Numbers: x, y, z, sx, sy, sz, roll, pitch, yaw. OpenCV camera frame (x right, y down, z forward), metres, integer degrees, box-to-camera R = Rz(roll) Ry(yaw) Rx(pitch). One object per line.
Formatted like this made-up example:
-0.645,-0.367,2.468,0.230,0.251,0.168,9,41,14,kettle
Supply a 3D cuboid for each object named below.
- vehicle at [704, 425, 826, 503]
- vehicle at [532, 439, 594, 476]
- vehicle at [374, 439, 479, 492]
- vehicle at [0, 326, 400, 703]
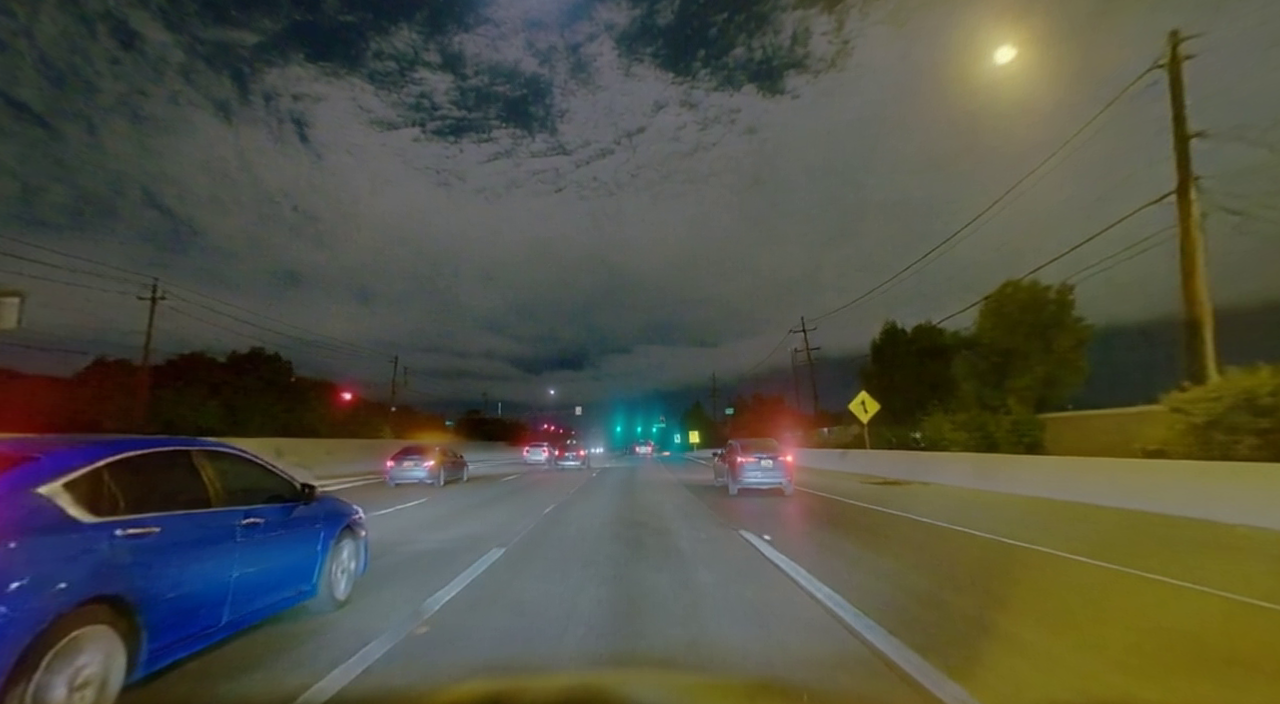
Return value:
2.940,2.757,15.996,2.100,1.659,4.387,0,-8,-1,vehicle
-3.252,4.565,27.584,2.066,1.488,4.377,0,-8,1,vehicle
-6.645,3.548,20.168,1.903,1.482,4.180,0,-8,0,vehicle
-3.258,0.990,3.602,2.104,1.707,4.338,0,-8,-1,vehicle
